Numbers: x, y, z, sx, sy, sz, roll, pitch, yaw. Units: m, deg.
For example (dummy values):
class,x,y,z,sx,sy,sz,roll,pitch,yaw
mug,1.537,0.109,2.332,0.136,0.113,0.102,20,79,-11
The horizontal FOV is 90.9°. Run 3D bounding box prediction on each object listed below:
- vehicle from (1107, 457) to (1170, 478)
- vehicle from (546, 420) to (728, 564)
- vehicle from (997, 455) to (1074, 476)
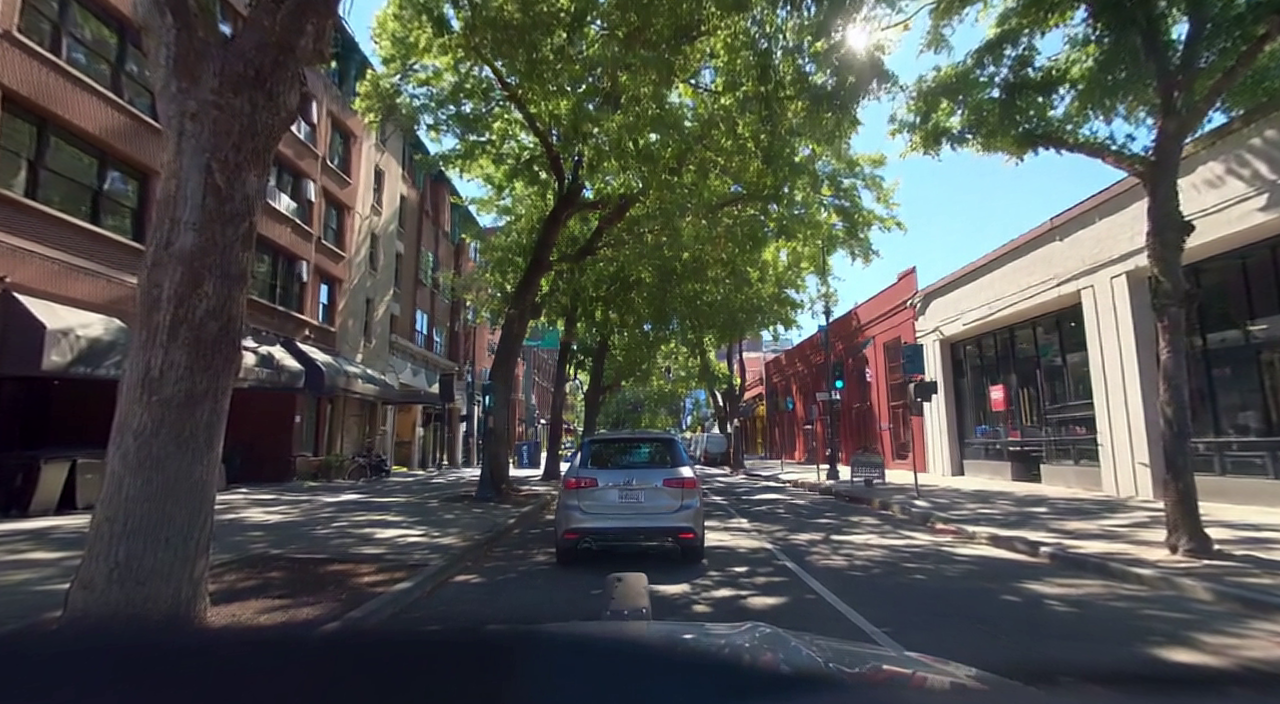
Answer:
class,x,y,z,sx,sy,sz,roll,pitch,yaw
vehicle,37.590,8.707,47.568,3.445,1.363,1.608,2,-9,-1
vehicle,-0.081,1.894,9.222,2.079,1.621,3.861,0,-8,-1
vehicle,29.818,8.566,47.588,4.668,1.441,1.904,1,-9,-6
